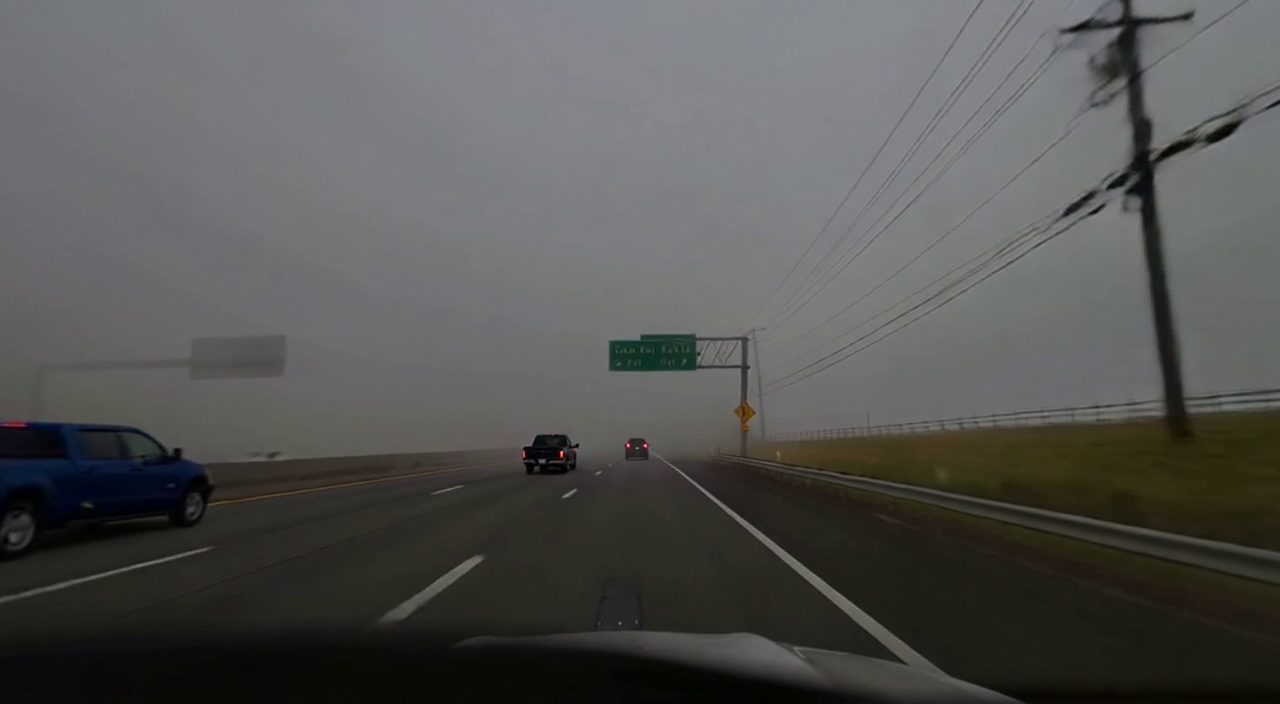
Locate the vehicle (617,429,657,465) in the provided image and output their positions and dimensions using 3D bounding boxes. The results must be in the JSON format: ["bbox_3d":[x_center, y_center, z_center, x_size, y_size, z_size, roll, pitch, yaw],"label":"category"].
[{"bbox_3d":[-0.195,6.096,40.561,2.358,2.144,4.713,0,-8,0],"label":"vehicle"}]

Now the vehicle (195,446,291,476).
[{"bbox_3d":[-21.105,5.783,33.852,1.985,1.469,4.807,0,-8,0],"label":"vehicle"}]

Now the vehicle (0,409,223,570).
[{"bbox_3d":[-7.502,1.562,7.530,2.013,1.609,4.446,0,-8,0],"label":"vehicle"}]

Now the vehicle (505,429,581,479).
[{"bbox_3d":[-3.747,4.067,25.446,2.204,1.812,5.289,0,-8,0],"label":"vehicle"}]
